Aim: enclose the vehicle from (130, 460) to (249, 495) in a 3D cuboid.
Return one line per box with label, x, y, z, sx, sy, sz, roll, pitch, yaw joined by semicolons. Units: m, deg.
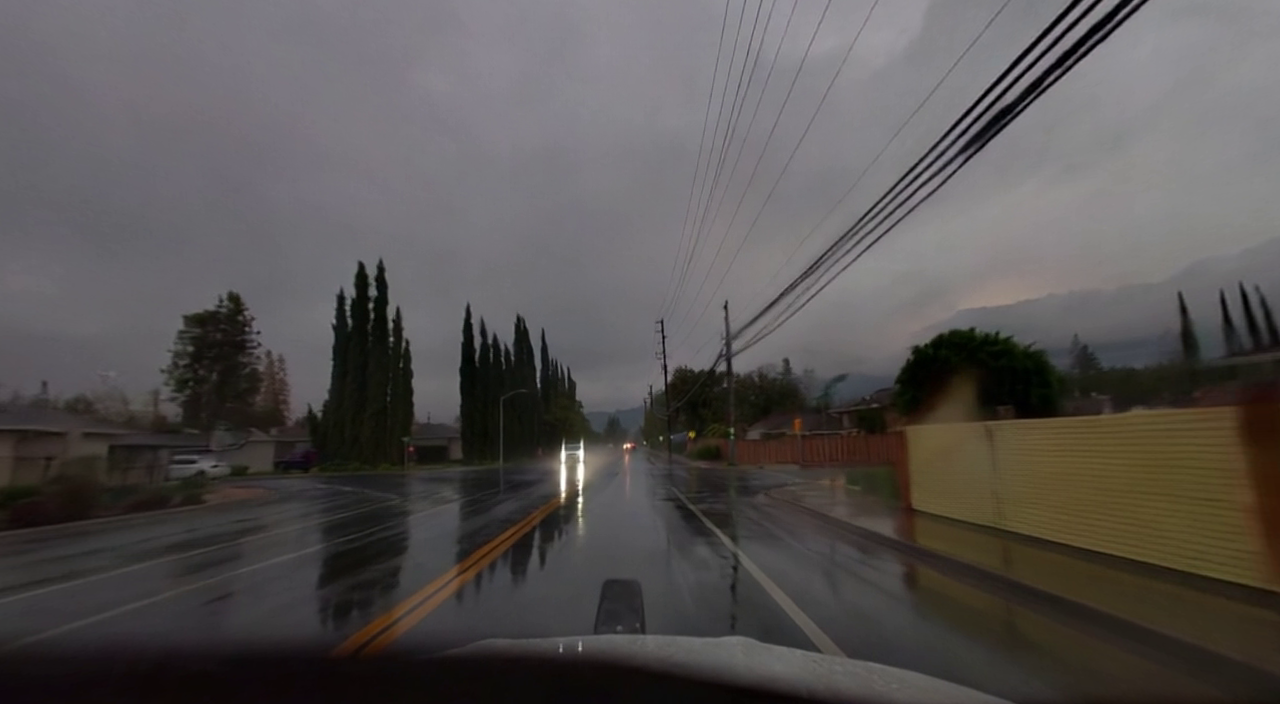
vehicle;-21.125;5.898;29.743;4.241;1.385;1.727;2;-11;2
